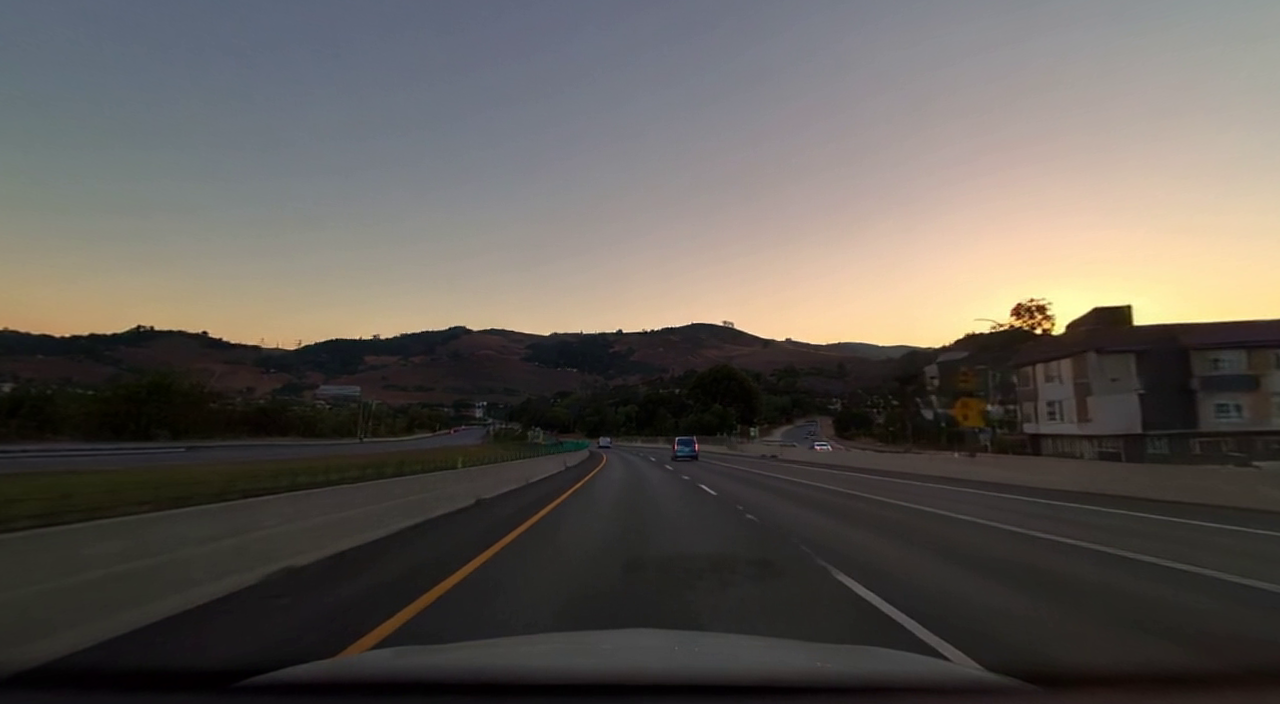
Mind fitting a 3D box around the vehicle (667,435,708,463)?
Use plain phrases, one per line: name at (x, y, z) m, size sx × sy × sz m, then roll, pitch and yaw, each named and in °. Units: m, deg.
vehicle at (3.202, 6.697, 43.650) m, size 2.210 × 1.815 × 4.571 m, roll 0°, pitch -8°, yaw -3°
